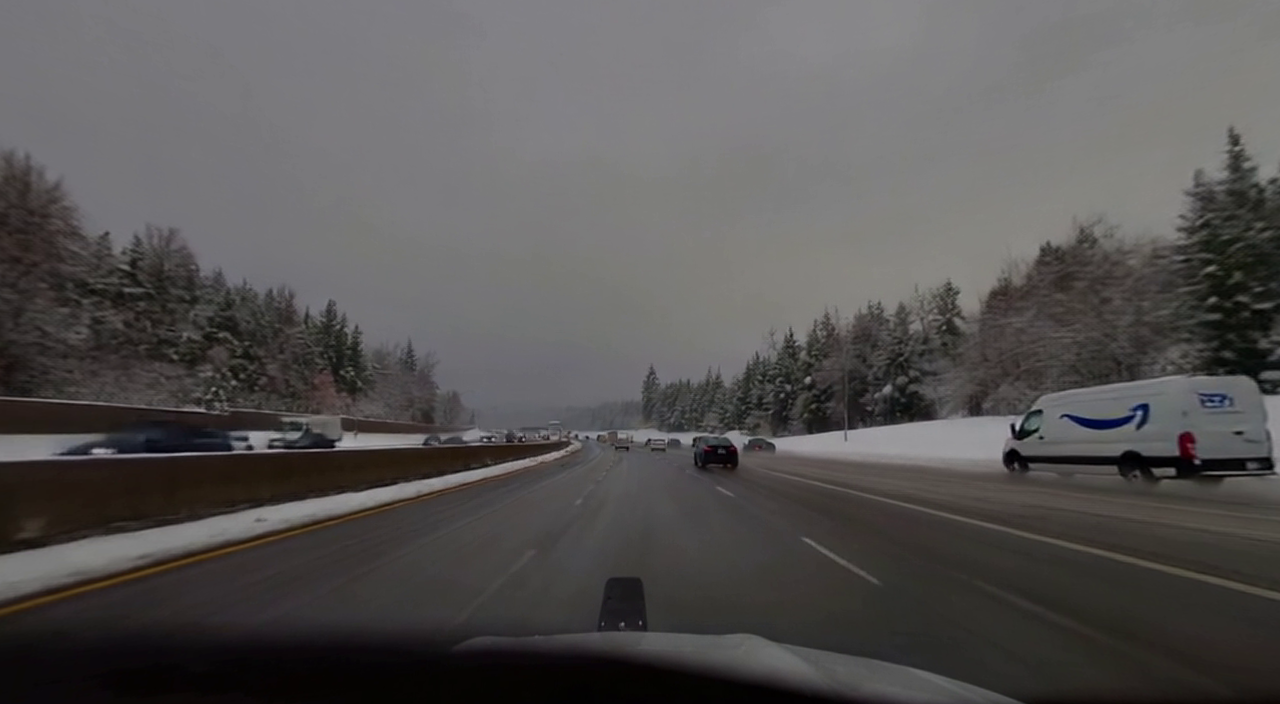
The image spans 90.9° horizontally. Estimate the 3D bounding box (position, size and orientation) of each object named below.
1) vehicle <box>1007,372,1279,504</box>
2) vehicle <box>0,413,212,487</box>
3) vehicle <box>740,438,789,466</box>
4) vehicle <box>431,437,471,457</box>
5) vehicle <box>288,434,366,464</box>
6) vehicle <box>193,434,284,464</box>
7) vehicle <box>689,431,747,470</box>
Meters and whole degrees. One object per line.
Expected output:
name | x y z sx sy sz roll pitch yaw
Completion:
vehicle | 13.171 2.338 16.892 2.274 2.802 6.802 0 -9 -3
vehicle | -13.297 2.422 15.661 2.170 1.567 4.506 0 -9 0
vehicle | 7.051 5.716 36.073 1.798 1.473 4.077 0 -9 -2
vehicle | -14.806 7.475 49.664 1.859 1.472 4.558 0 -9 -1
vehicle | -17.323 5.393 35.189 1.973 1.505 4.796 0 -9 -1
vehicle | -21.691 5.263 34.323 1.883 1.491 4.682 0 -9 -1
vehicle | 3.731 4.825 30.958 2.141 1.732 4.279 0 -9 -2
